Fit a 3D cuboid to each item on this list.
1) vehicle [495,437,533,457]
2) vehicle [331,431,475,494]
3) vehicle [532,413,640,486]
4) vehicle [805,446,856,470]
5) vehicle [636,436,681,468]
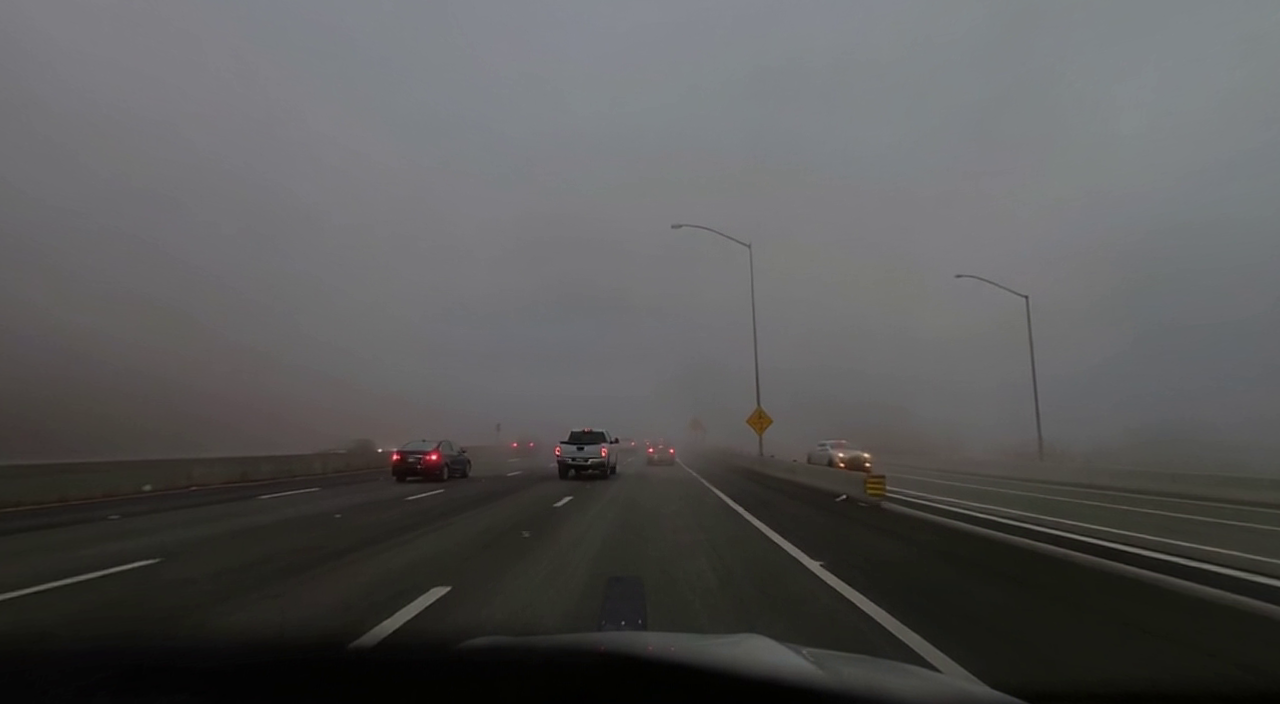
[{"bbox_3d":[-9.785,7.432,49.017,1.915,1.472,4.502,0,-8,2],"label":"vehicle"},{"bbox_3d":[-6.262,2.970,17.269,1.964,1.481,4.425,-1,-8,4],"label":"vehicle"},{"bbox_3d":[-1.557,3.282,21.400,2.815,2.092,6.526,0,-8,3],"label":"vehicle"},{"bbox_3d":[11.966,6.651,39.701,1.838,1.439,4.471,0,-8,0],"label":"vehicle"},{"bbox_3d":[0.835,4.852,30.611,2.013,1.444,4.447,0,-8,0],"label":"vehicle"}]
